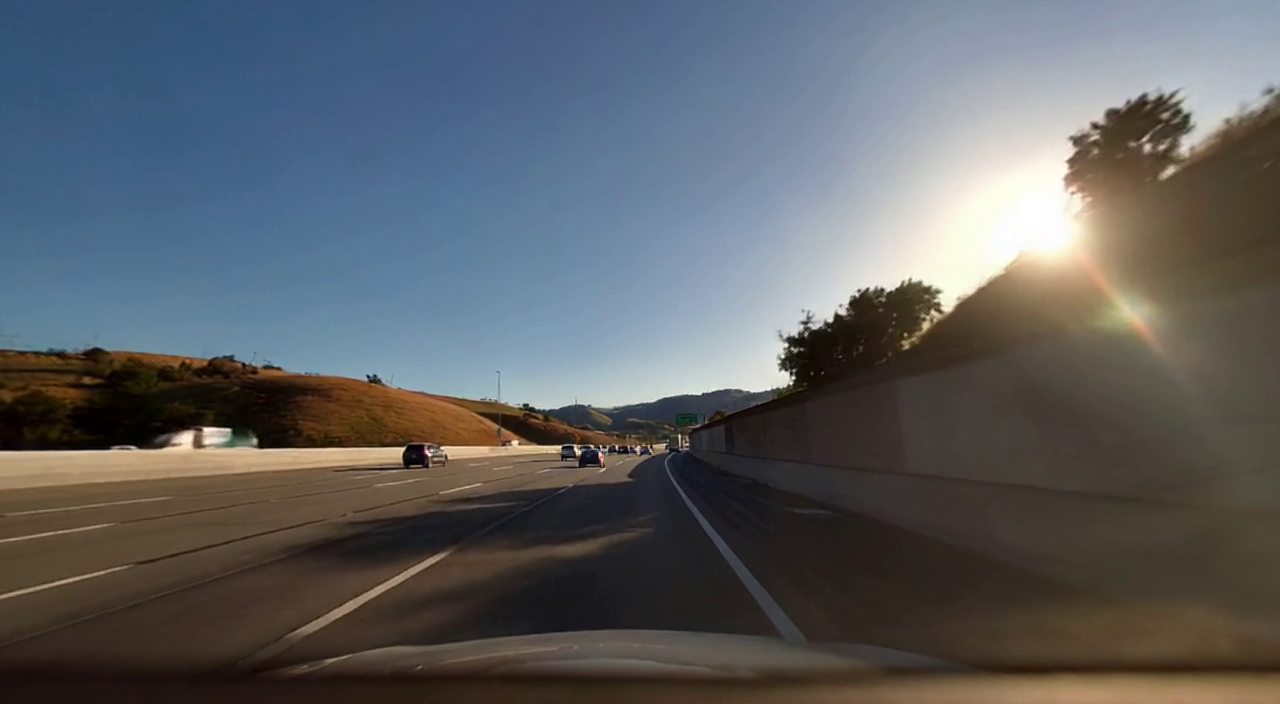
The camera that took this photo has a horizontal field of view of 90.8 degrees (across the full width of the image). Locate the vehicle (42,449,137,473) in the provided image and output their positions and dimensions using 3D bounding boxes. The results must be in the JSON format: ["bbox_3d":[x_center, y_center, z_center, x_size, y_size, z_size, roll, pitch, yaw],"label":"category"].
[{"bbox_3d":[-36.532,7.218,42.117,1.843,1.514,4.935,0,-9,1],"label":"vehicle"}]

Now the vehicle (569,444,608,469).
[{"bbox_3d":[-3.174,6.501,39.472,1.931,1.492,4.076,0,-9,2],"label":"vehicle"}]

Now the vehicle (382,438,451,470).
[{"bbox_3d":[-12.983,5.974,37.054,2.076,1.766,4.831,0,-9,2],"label":"vehicle"}]
